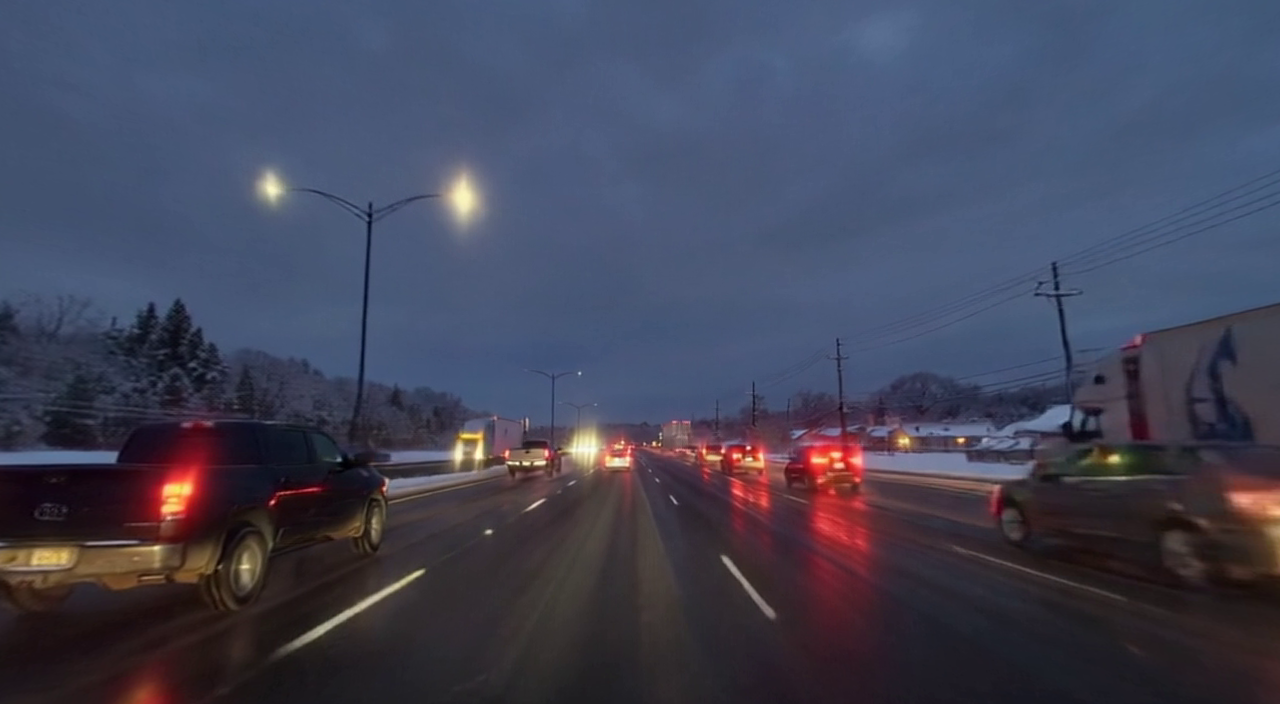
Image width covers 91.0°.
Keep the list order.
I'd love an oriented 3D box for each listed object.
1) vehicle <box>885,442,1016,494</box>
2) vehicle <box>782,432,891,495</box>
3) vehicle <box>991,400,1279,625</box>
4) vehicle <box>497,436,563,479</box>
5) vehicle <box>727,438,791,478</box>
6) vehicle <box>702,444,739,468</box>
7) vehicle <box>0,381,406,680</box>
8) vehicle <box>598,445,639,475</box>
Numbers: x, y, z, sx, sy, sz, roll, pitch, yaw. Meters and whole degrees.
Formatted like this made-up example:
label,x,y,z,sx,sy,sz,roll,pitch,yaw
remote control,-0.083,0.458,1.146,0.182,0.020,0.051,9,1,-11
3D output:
label,x,y,z,sx,sy,sz,roll,pitch,yaw
vehicle,10.150,3.804,21.087,1.969,1.521,4.580,0,-9,-1
vehicle,5.848,3.376,19.339,1.977,1.705,4.078,0,-9,-1
vehicle,5.700,1.436,6.268,1.989,1.642,4.082,0,-9,-1
vehicle,-4.940,4.828,29.070,2.147,1.825,4.602,0,-9,1
vehicle,5.707,5.137,30.866,2.086,1.783,4.868,1,-9,-2
vehicle,5.703,7.422,45.211,1.978,1.607,4.245,0,-9,-1
vehicle,-4.092,1.341,5.861,2.127,1.705,4.374,0,-9,0
vehicle,-1.122,5.828,34.274,2.060,1.508,4.308,0,-9,-1
